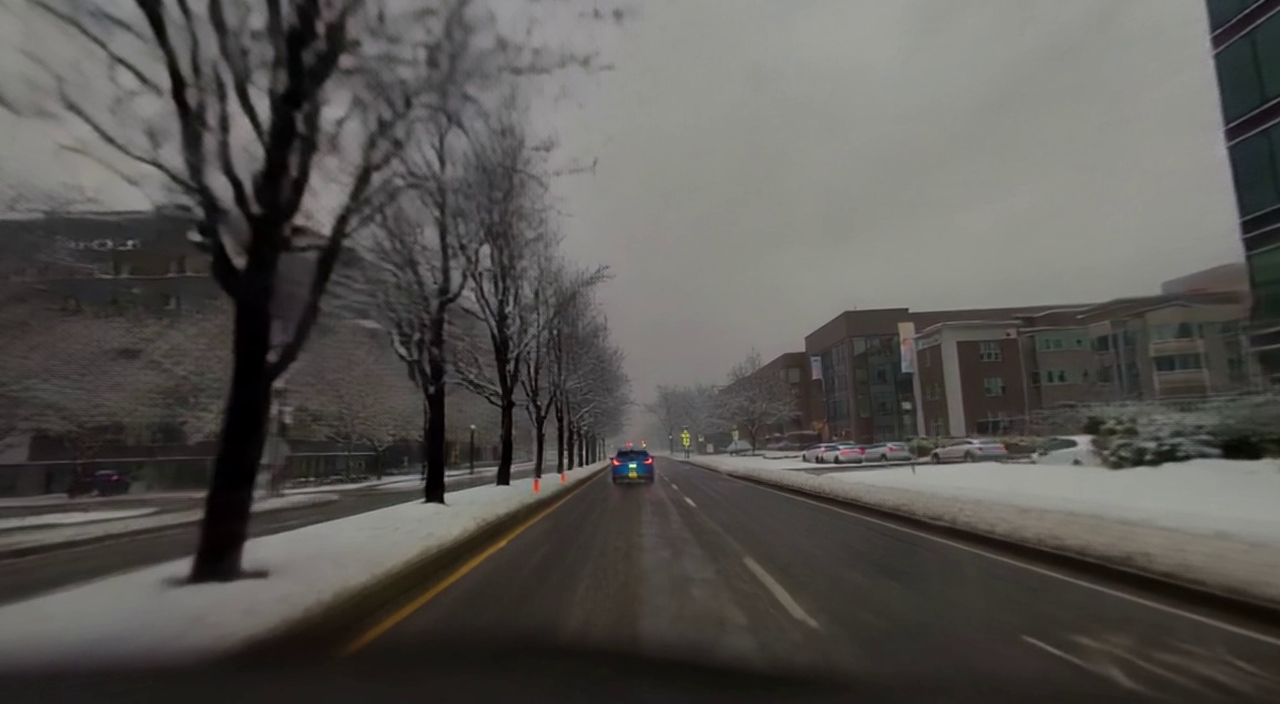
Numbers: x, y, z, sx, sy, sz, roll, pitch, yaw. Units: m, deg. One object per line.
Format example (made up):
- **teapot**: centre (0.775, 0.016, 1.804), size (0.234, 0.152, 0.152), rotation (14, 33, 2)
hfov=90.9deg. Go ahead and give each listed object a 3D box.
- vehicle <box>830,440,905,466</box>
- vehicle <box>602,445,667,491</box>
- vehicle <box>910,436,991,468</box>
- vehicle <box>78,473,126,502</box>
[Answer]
- **vehicle**: centre (14.336, 6.360, 39.869), size (4.003, 1.476, 1.884), rotation (-2, -8, 2)
- **vehicle**: centre (-0.241, 4.022, 22.278), size (2.063, 1.442, 4.135), rotation (0, -9, -2)
- **vehicle**: centre (15.212, 4.931, 31.083), size (1.913, 1.470, 3.714), rotation (0, -9, -3)
- **vehicle**: centre (-32.528, 8.144, 38.054), size (1.970, 1.476, 3.940), rotation (7, -12, -42)
